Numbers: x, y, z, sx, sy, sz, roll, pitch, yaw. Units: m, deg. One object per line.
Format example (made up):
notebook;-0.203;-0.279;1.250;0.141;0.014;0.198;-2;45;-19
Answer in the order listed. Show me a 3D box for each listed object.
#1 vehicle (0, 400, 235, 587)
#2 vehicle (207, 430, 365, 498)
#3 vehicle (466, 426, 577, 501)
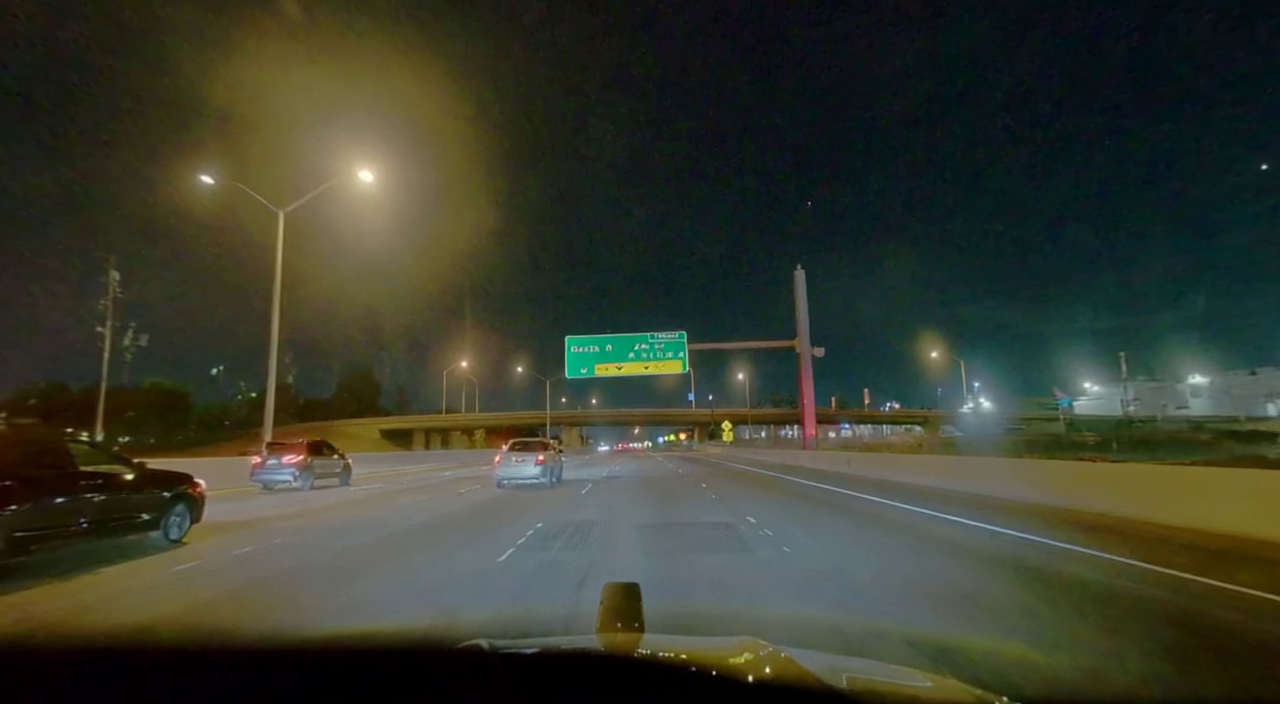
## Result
vehicle;-7.092;1.493;6.990;2.015;1.762;4.790;0;-8;0
vehicle;-10.391;3.313;19.095;1.969;1.759;4.758;0;-8;0
vehicle;-2.931;2.879;16.686;2.027;1.697;4.307;0;-8;1
